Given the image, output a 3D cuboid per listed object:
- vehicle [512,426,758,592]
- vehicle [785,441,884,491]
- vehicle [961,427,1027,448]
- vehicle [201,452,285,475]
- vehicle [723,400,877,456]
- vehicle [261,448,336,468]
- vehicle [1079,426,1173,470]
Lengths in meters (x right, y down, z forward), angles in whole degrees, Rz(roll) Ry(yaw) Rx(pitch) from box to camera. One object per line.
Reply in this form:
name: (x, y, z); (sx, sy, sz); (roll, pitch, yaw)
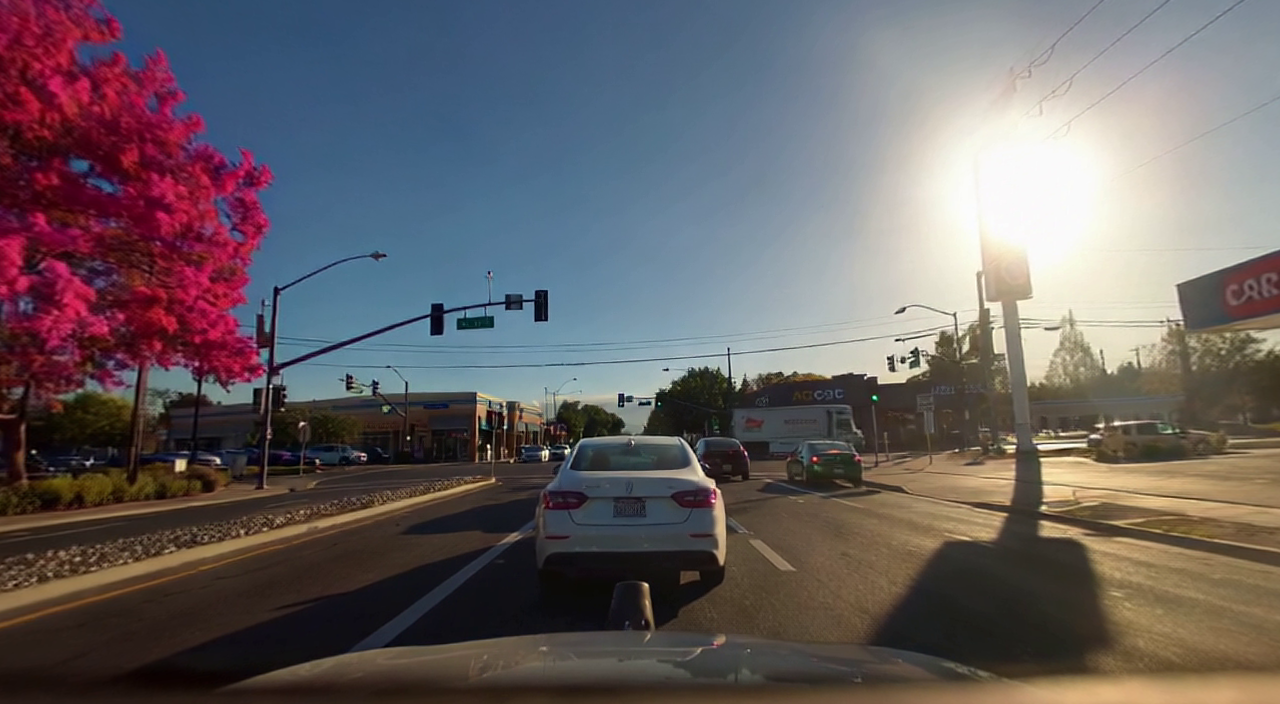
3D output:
vehicle: (-0.073, 1.722, 7.791); (2.213, 1.482, 4.057); (0, -8, -1)
vehicle: (6.434, 3.807, 21.433); (1.942, 1.511, 4.390); (0, -8, 0)
vehicle: (27.440, 6.679, 48.931); (3.968, 1.572, 1.740); (0, -9, 3)
vehicle: (-26.490, 7.413, 42.079); (4.609, 1.465, 1.944); (-2, -9, 11)
vehicle: (11.967, 5.943, 48.174); (10.890, 3.868, 3.021); (-6, -10, 33)
vehicle: (-26.777, 8.303, 49.458); (4.806, 1.472, 1.886); (-1, -8, 5)
vehicle: (18.550, 3.626, 23.988); (4.300, 1.495, 2.053); (8, -12, -43)
